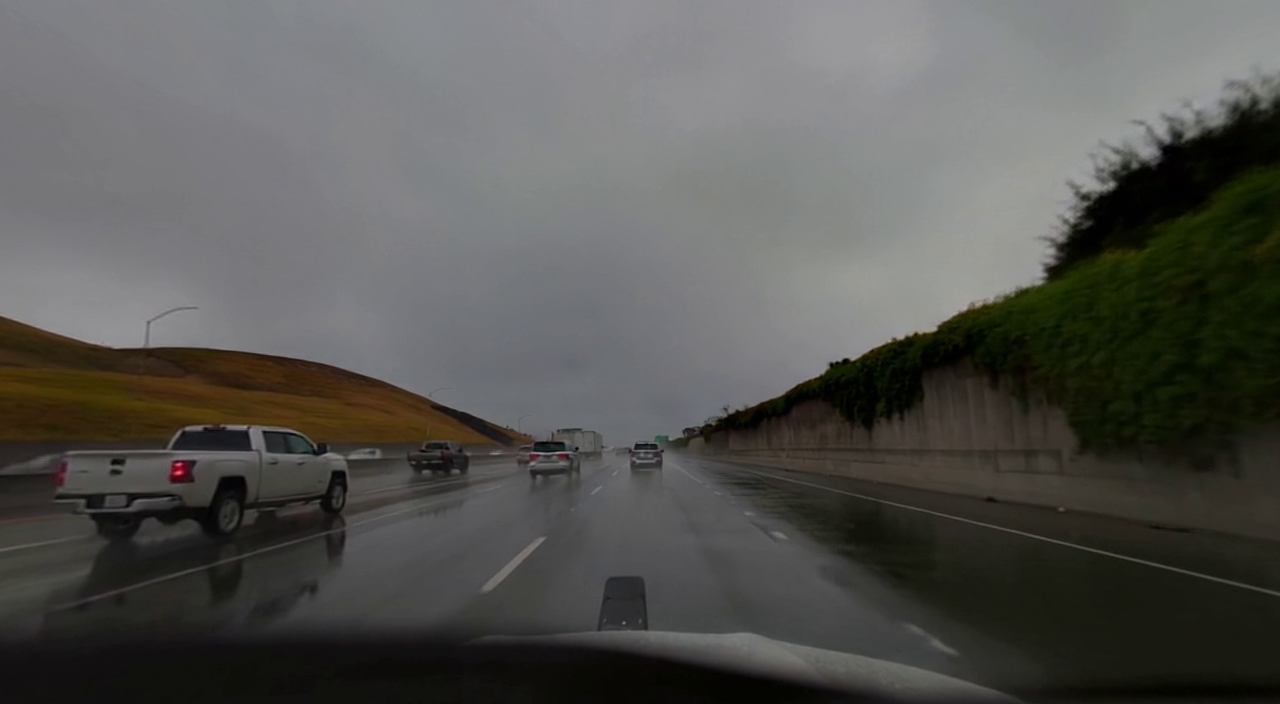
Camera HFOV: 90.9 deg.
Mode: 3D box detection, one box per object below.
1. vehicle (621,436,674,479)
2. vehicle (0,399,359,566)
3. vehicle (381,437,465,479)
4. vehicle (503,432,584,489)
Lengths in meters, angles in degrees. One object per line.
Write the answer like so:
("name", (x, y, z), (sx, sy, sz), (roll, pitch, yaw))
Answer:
("vehicle", (0.327, 4.834, 29.067), (2.233, 1.804, 4.273), (0, -9, 0))
("vehicle", (-6.651, 1.855, 9.743), (2.108, 1.856, 5.214), (0, -9, 1))
("vehicle", (-10.715, 5.274, 31.695), (2.230, 1.928, 5.333), (0, -9, 1))
("vehicle", (-3.325, 3.852, 22.709), (2.093, 1.820, 4.506), (0, -9, 1))
